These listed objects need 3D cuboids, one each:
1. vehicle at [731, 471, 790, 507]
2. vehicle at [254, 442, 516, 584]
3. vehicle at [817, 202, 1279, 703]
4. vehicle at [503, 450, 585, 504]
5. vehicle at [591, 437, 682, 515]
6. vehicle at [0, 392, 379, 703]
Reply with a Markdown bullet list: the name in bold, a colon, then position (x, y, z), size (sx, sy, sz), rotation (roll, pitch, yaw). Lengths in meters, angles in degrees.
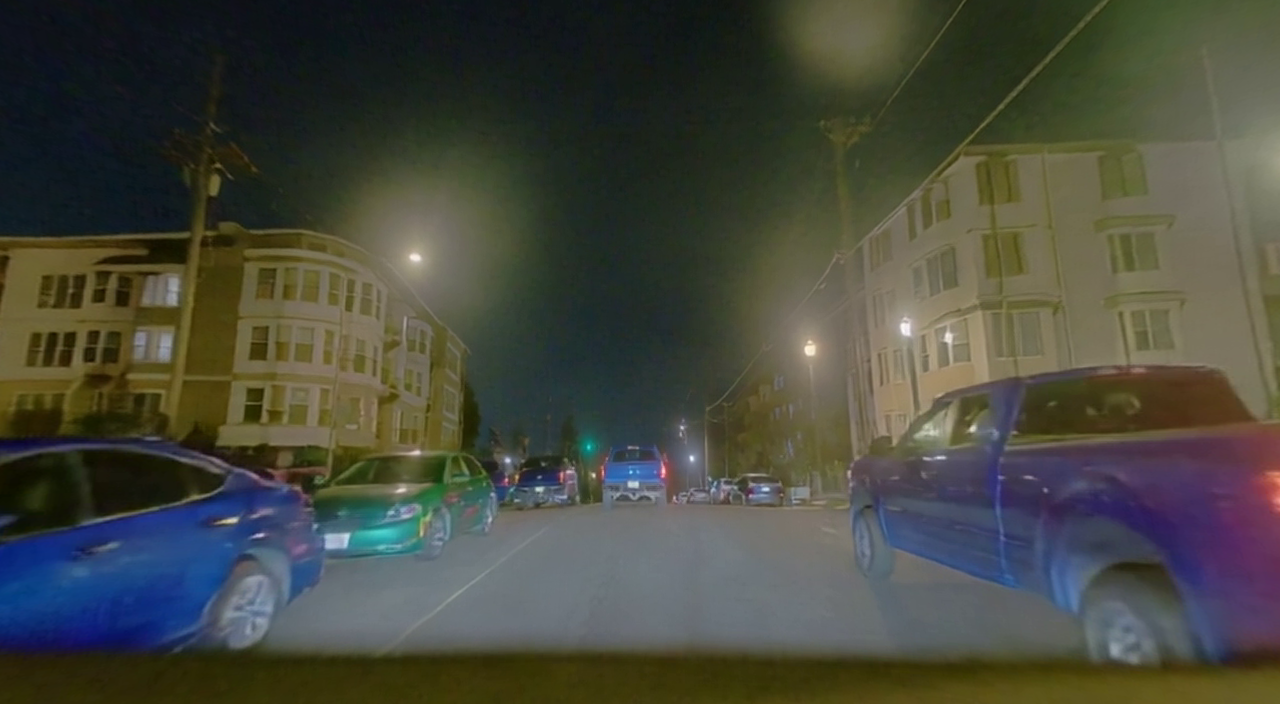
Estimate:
- **vehicle**: position (5.938, 6.870, 31.647), size (2.023, 1.611, 4.614), rotation (0, -12, 0)
- **vehicle**: position (-3.099, 2.010, 8.846), size (1.868, 1.462, 4.385), rotation (0, -8, -1)
- **vehicle**: position (2.665, 0.832, 3.378), size (2.027, 1.907, 4.736), rotation (0, -8, 0)
- **vehicle**: position (-3.603, 4.978, 25.035), size (2.330, 1.859, 6.068), rotation (0, -12, 0)
- **vehicle**: position (-0.076, 3.511, 18.510), size (2.308, 1.940, 4.125), rotation (-2, -8, 1)
- **vehicle**: position (-3.065, 1.031, 2.911), size (1.898, 1.539, 4.320), rotation (0, -8, 0)
